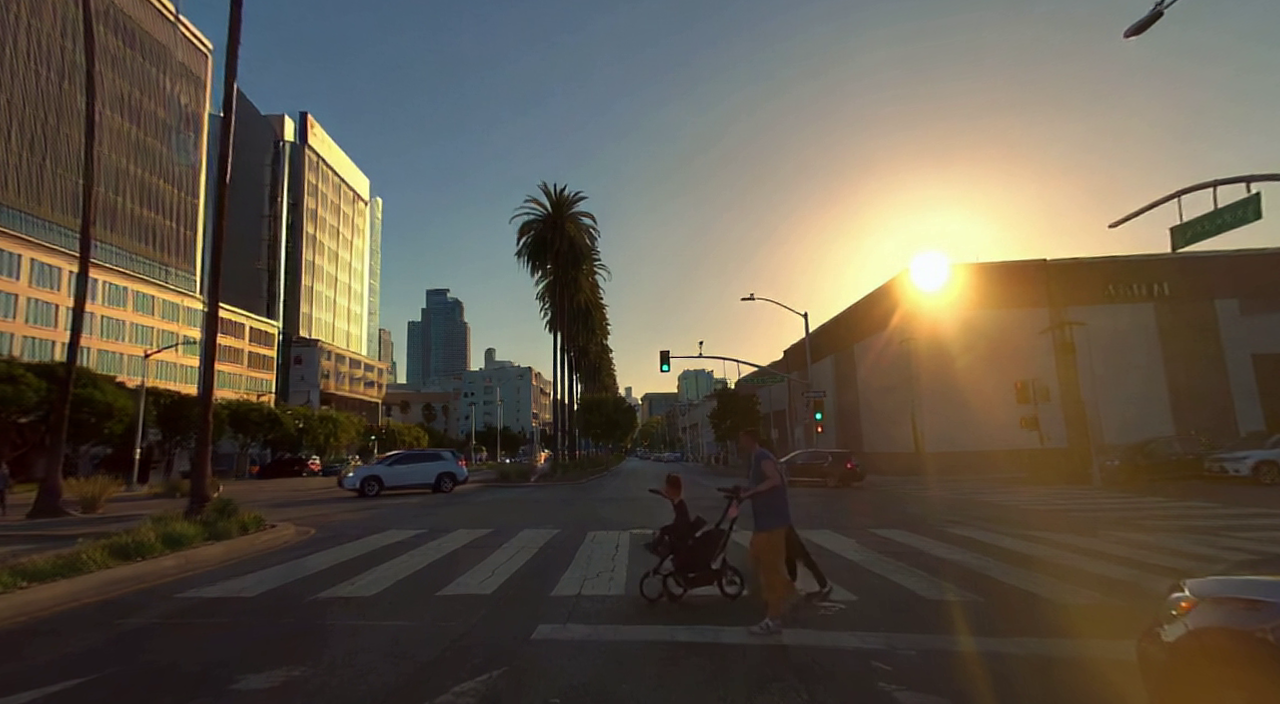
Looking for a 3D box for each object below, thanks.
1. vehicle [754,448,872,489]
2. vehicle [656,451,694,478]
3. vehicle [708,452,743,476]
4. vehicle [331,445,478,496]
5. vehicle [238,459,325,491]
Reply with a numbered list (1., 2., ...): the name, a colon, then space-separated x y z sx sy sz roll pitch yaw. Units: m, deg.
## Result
1. vehicle: 7.183 4.795 26.368 4.273 1.525 2.000 -6 -10 32
2. vehicle: 2.512 8.222 46.501 2.325 1.810 4.827 0 -8 -2
3. vehicle: 6.556 8.581 48.688 2.176 1.690 4.138 0 -8 1
4. vehicle: -7.991 4.048 21.904 4.499 1.594 1.898 2 -9 -13
5. vehicle: -19.948 6.859 35.413 2.069 1.540 4.774 0 -8 0
